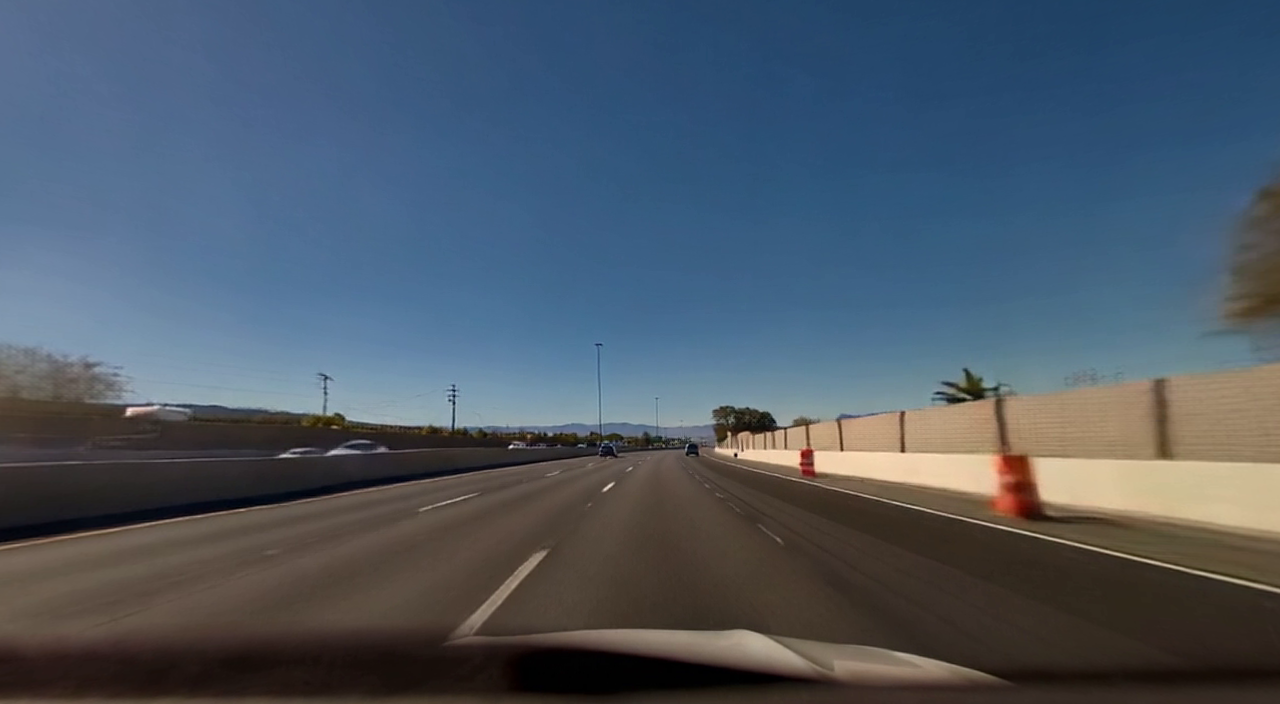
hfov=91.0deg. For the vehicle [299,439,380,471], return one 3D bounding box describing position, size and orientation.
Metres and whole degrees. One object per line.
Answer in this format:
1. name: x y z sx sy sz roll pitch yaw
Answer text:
1. vehicle: -15.215 5.231 32.117 1.931 1.525 4.044 -1 -9 3
